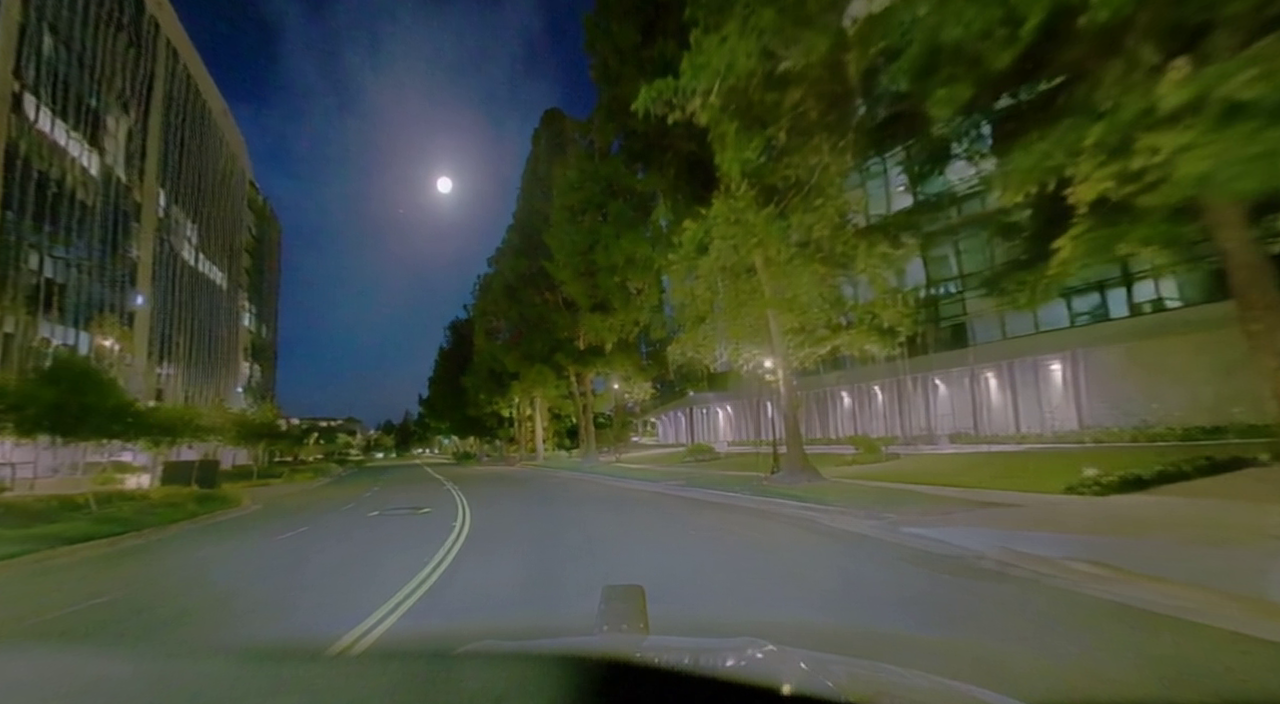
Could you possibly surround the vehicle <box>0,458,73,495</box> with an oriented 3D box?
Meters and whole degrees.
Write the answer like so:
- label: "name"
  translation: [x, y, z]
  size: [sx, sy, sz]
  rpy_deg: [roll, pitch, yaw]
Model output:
- label: "vehicle"
  translation: [-31.135, 6.224, 31.764]
  size: [1.929, 1.650, 4.638]
  rpy_deg: [2, -9, -17]
